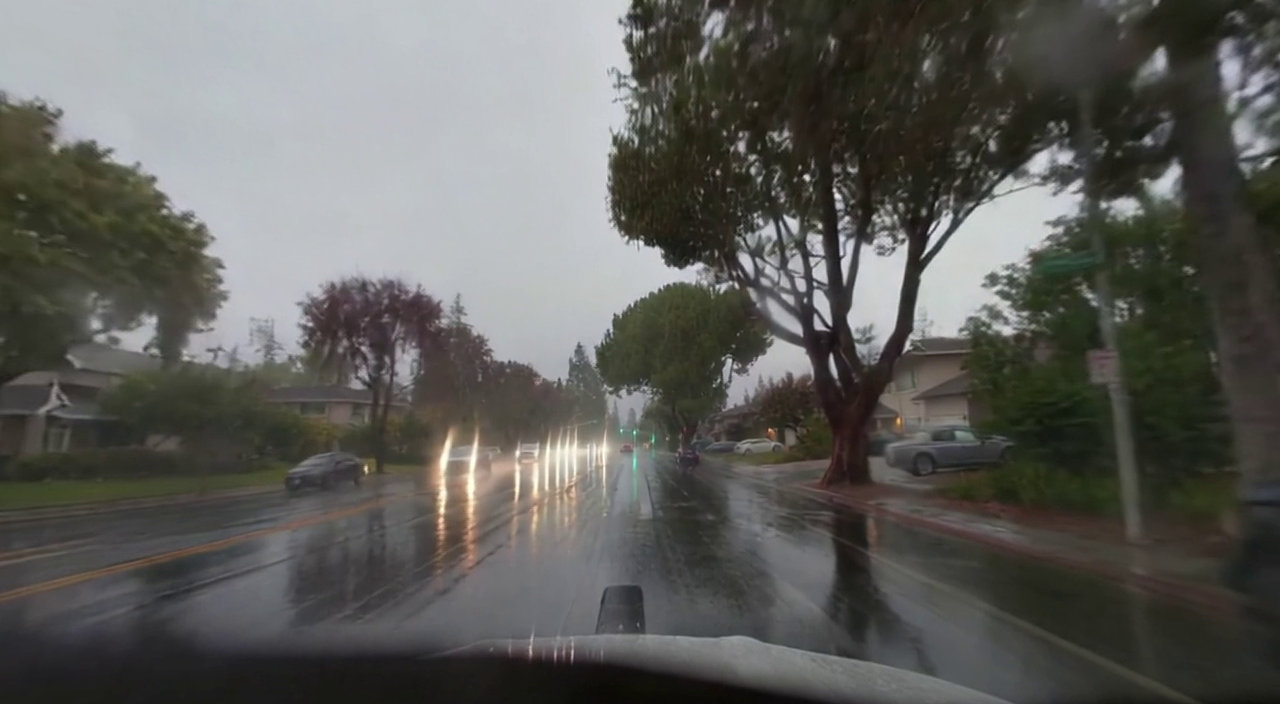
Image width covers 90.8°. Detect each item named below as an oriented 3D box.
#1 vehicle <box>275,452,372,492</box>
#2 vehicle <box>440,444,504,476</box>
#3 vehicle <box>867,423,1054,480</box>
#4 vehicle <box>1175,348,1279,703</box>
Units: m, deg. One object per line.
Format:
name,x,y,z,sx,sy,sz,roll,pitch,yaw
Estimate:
vehicle,-13.361,5.062,27.030,1.850,1.472,4.511,0,-8,-1
vehicle,-8.540,5.514,32.520,1.973,1.509,4.651,0,-8,0
vehicle,9.696,3.040,19.399,4.690,1.579,1.878,0,-8,-1
vehicle,4.364,0.658,1.384,2.166,1.858,4.667,0,-8,-2
